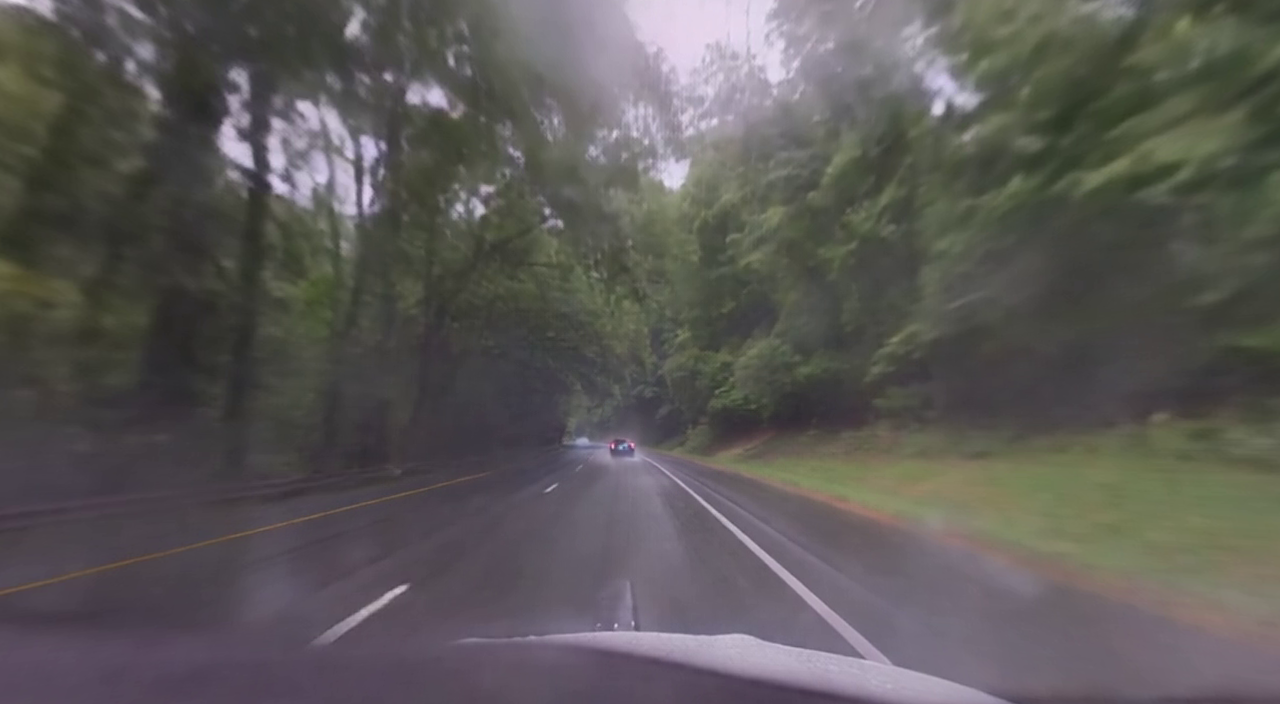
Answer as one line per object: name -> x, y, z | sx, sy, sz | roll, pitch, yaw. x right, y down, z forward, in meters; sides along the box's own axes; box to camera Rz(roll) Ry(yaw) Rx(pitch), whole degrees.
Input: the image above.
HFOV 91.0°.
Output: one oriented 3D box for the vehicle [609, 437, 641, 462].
vehicle -> -1.027, 6.342, 41.186 | 2.004, 1.515, 3.968 | 0, -8, -3
